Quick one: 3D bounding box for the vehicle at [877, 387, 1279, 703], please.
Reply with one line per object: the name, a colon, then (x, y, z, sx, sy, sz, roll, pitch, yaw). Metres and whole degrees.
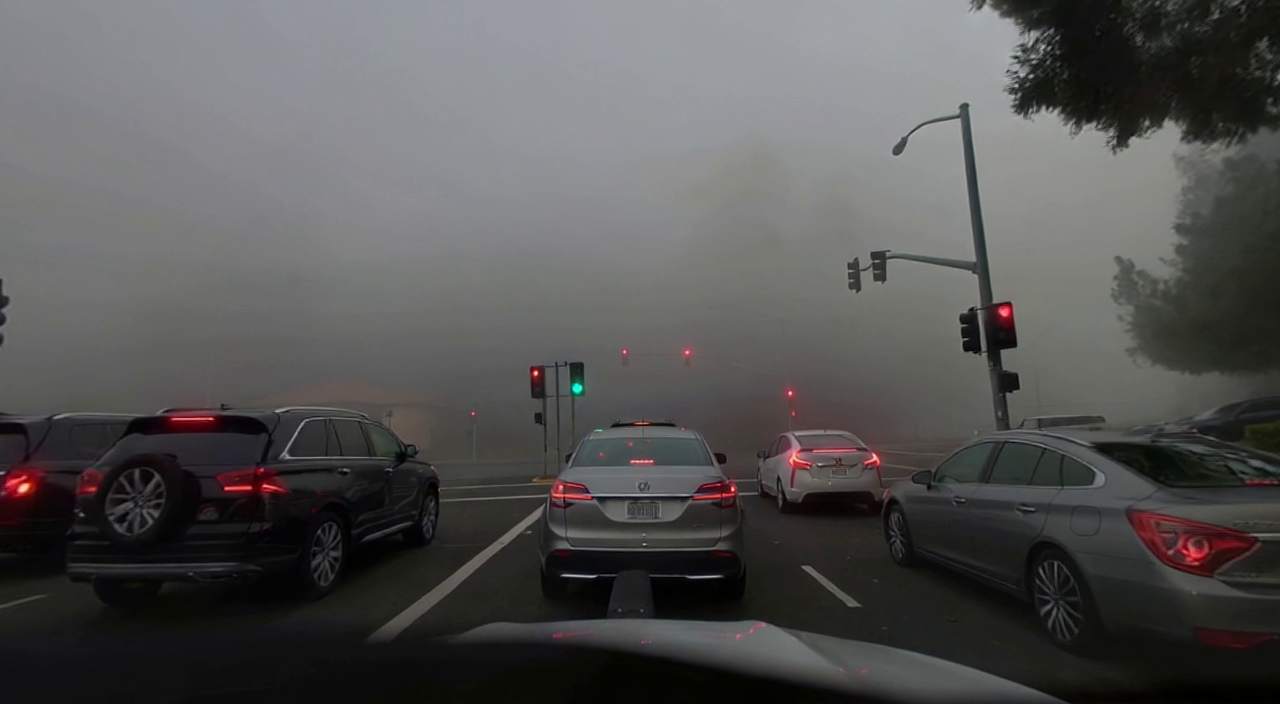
vehicle: (3.593, 1.203, 4.606, 2.010, 1.486, 4.498, 0, -8, 1)

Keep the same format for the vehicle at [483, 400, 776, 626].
vehicle: (-0.052, 1.399, 6.307, 2.047, 1.579, 3.642, 0, -8, 1)

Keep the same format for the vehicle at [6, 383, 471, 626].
vehicle: (-3.556, 1.429, 6.855, 2.014, 1.755, 4.360, 0, -8, 3)
